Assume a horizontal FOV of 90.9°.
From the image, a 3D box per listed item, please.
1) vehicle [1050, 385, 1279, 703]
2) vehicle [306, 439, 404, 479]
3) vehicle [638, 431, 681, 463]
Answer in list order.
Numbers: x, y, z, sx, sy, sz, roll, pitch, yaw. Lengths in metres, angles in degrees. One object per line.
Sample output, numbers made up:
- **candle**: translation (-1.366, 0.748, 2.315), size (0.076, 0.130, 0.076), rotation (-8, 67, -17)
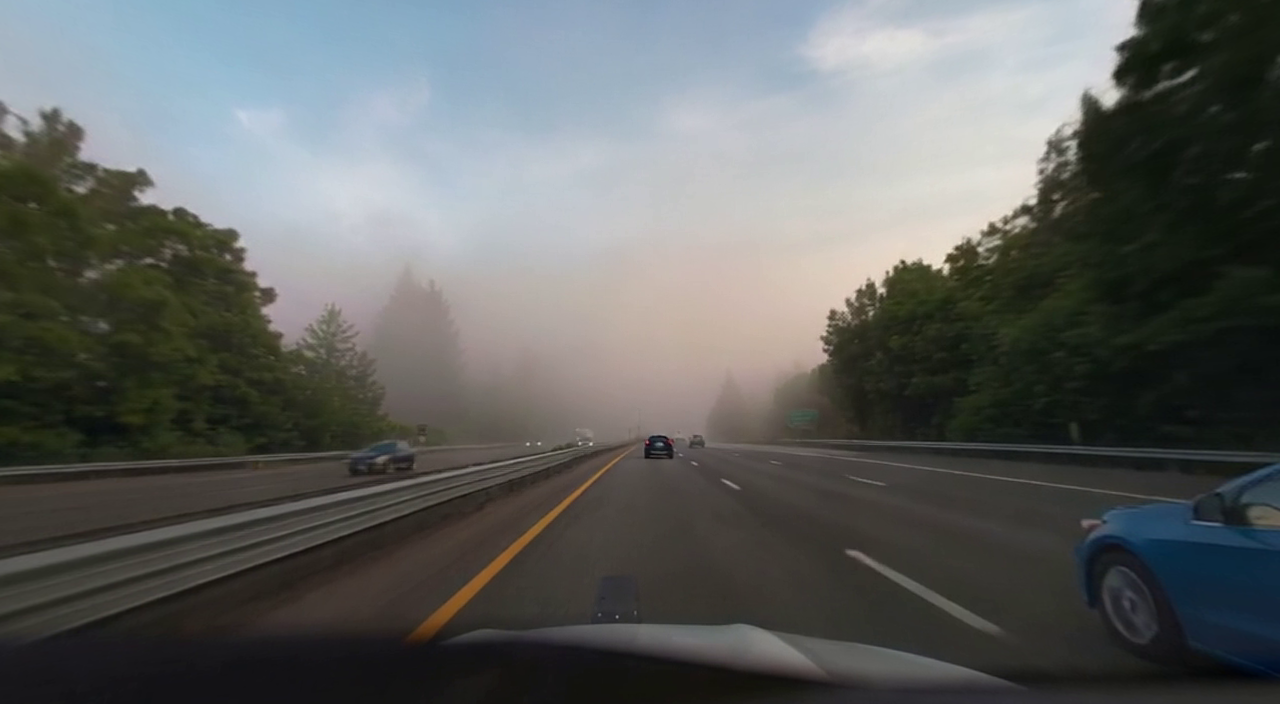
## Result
- **vehicle**: translation (3.603, 0.749, 1.695), size (1.981, 1.467, 4.459), rotation (0, -8, 0)
- **vehicle**: translation (-11.913, 4.451, 26.683), size (1.910, 1.498, 4.618), rotation (0, -8, 1)
- **vehicle**: translation (0.941, 4.838, 32.378), size (2.046, 1.526, 3.903), rotation (0, -8, 0)
